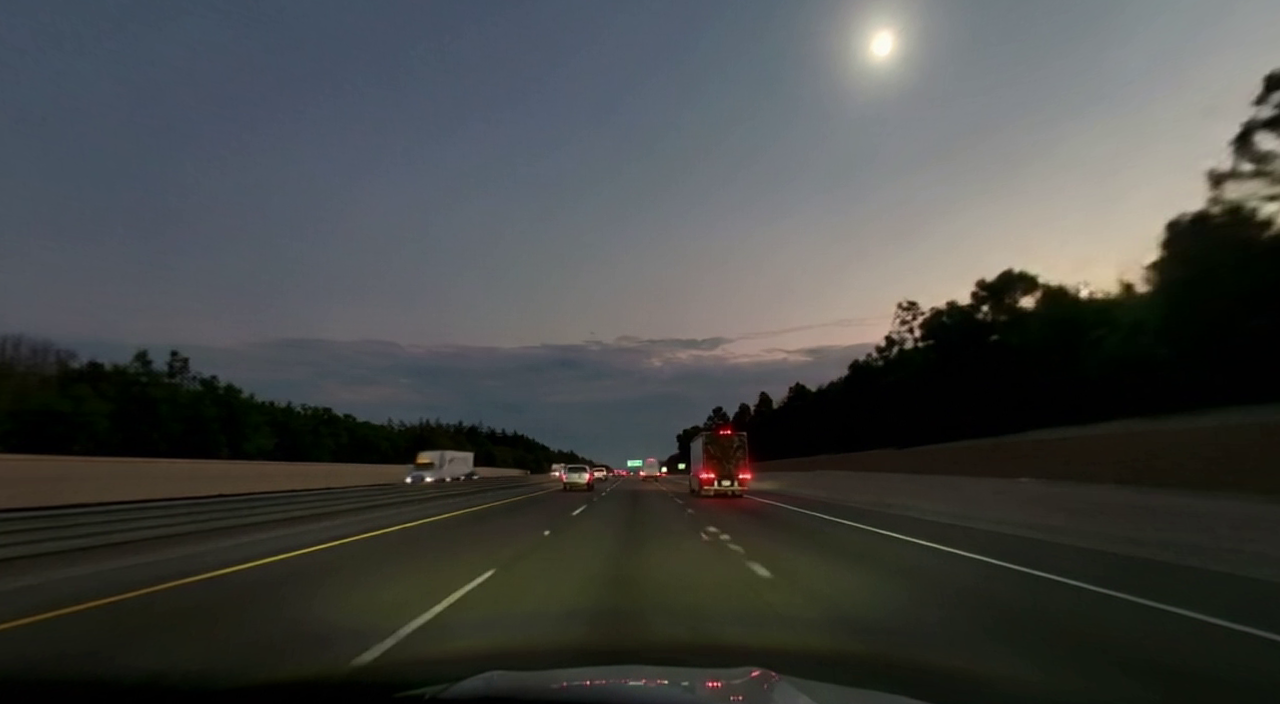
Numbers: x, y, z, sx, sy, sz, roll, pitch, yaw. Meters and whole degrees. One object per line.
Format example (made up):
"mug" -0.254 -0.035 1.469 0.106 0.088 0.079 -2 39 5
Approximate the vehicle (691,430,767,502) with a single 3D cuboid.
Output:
"vehicle" 3.947 5.301 29.231 2.703 2.988 5.097 1 -11 -1

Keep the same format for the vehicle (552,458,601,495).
"vehicle" -3.485 6.953 35.340 2.204 1.852 4.661 1 -10 0
